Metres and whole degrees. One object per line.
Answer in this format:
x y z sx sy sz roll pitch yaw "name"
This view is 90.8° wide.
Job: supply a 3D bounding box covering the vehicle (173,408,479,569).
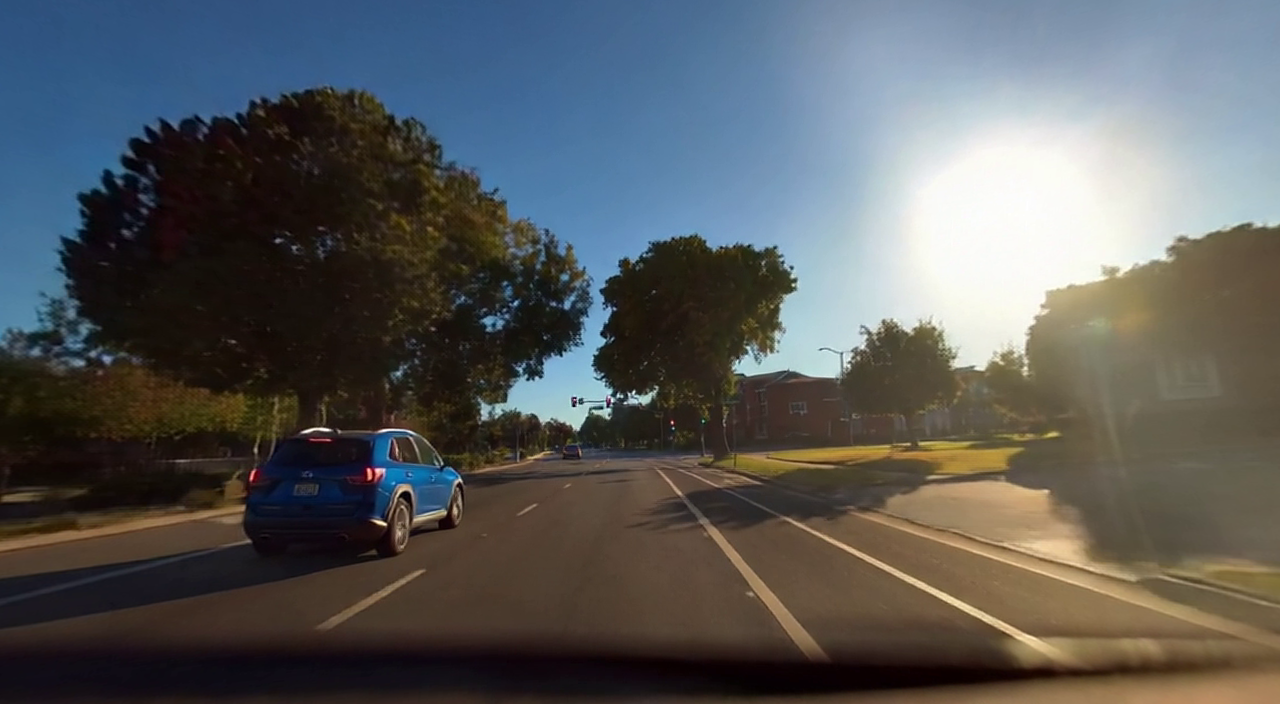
-3.979 1.818 9.123 2.121 1.724 4.392 0 -9 0 "vehicle"
